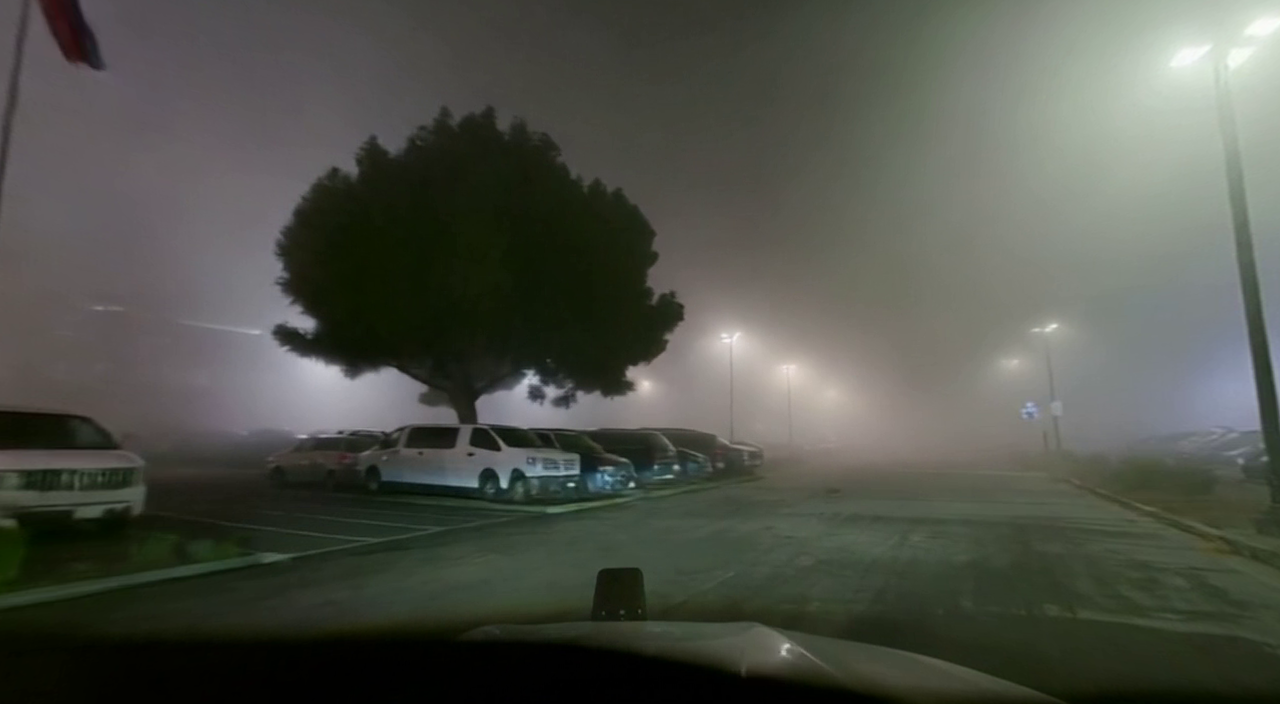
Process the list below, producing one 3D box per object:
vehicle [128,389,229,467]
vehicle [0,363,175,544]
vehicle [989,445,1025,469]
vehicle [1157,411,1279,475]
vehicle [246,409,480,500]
[{"bbox_3d":[-18.699,3.119,25.468,2.399,2.767,5.778,7,-11,-42],"label":"vehicle"},{"bbox_3d":[-10.684,1.616,10.178,5.986,2.324,2.491,-4,-9,26],"label":"vehicle"},{"bbox_3d":[27.604,7.877,47.630,2.026,1.659,4.314,-4,-9,26],"label":"vehicle"},{"bbox_3d":[23.156,3.356,23.432,6.017,2.202,2.328,0,-8,-5],"label":"vehicle"},{"bbox_3d":[-7.772,2.753,17.505,6.632,2.126,2.228,-4,-8,28],"label":"vehicle"}]
